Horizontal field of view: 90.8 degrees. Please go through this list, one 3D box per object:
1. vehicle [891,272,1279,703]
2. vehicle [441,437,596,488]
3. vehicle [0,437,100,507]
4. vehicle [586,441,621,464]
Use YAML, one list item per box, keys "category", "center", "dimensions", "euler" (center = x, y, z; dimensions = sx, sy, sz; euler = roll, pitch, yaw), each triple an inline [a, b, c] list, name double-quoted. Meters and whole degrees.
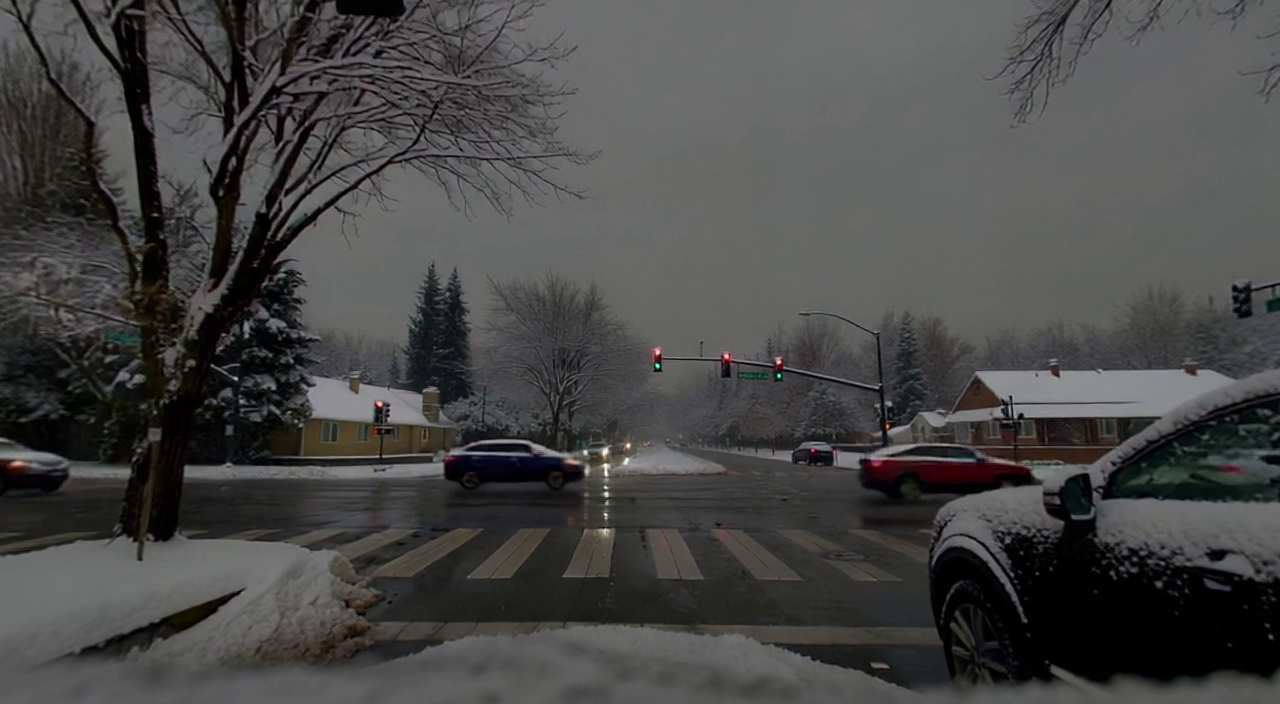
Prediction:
- category: "vehicle"
  center: [2.715, 0.712, 1.718]
  dimensions: [2.085, 1.800, 4.908]
  euler: [0, -9, 1]
- category: "vehicle"
  center: [-3.738, 3.490, 20.111]
  dimensions: [4.537, 1.501, 1.950]
  euler: [0, -9, -1]
- category: "vehicle"
  center: [-17.226, 3.078, 16.481]
  dimensions: [4.332, 1.682, 2.025]
  euler: [0, -9, -1]
- category: "vehicle"
  center: [-2.392, 6.712, 42.263]
  dimensions: [2.046, 1.491, 4.118]
  euler: [0, -9, 1]
